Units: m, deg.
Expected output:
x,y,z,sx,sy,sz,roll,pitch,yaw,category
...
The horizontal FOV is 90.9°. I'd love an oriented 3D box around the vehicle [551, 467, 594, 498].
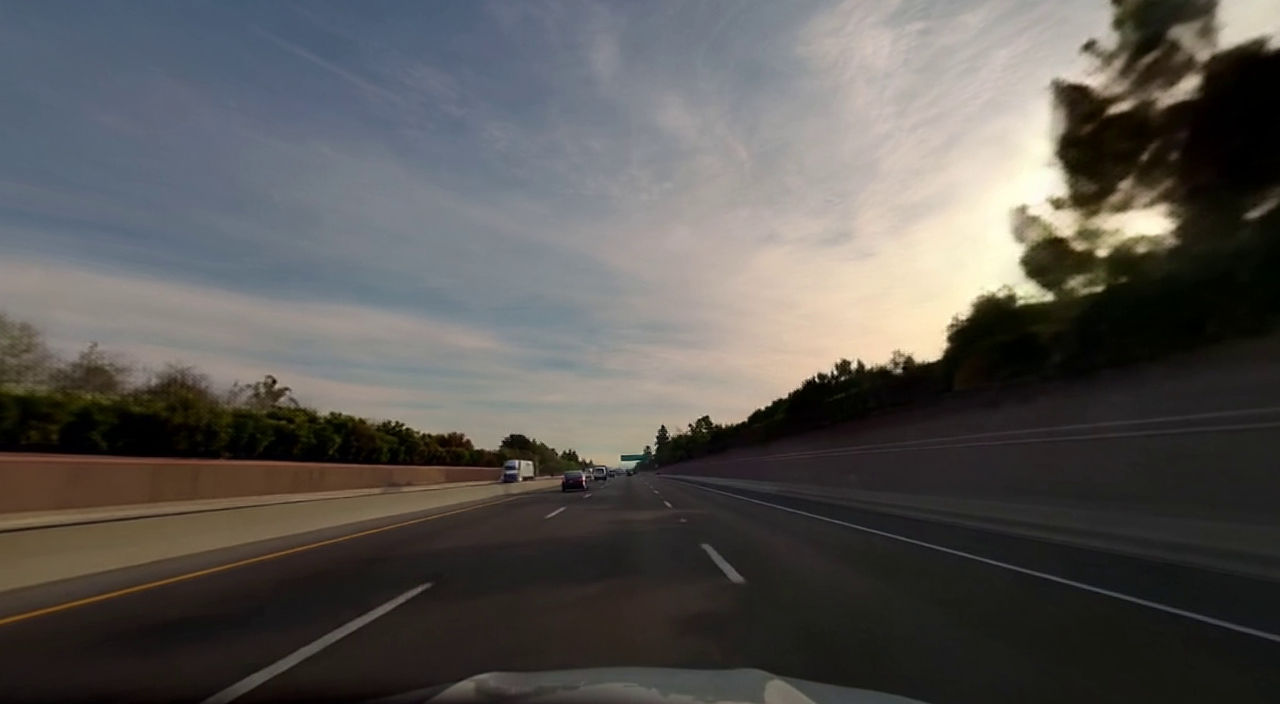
x,y,z,sx,sy,sz,roll,pitch,yaw,category
-3.514,6.852,33.278,1.863,1.486,3.852,1,-10,-1,vehicle
